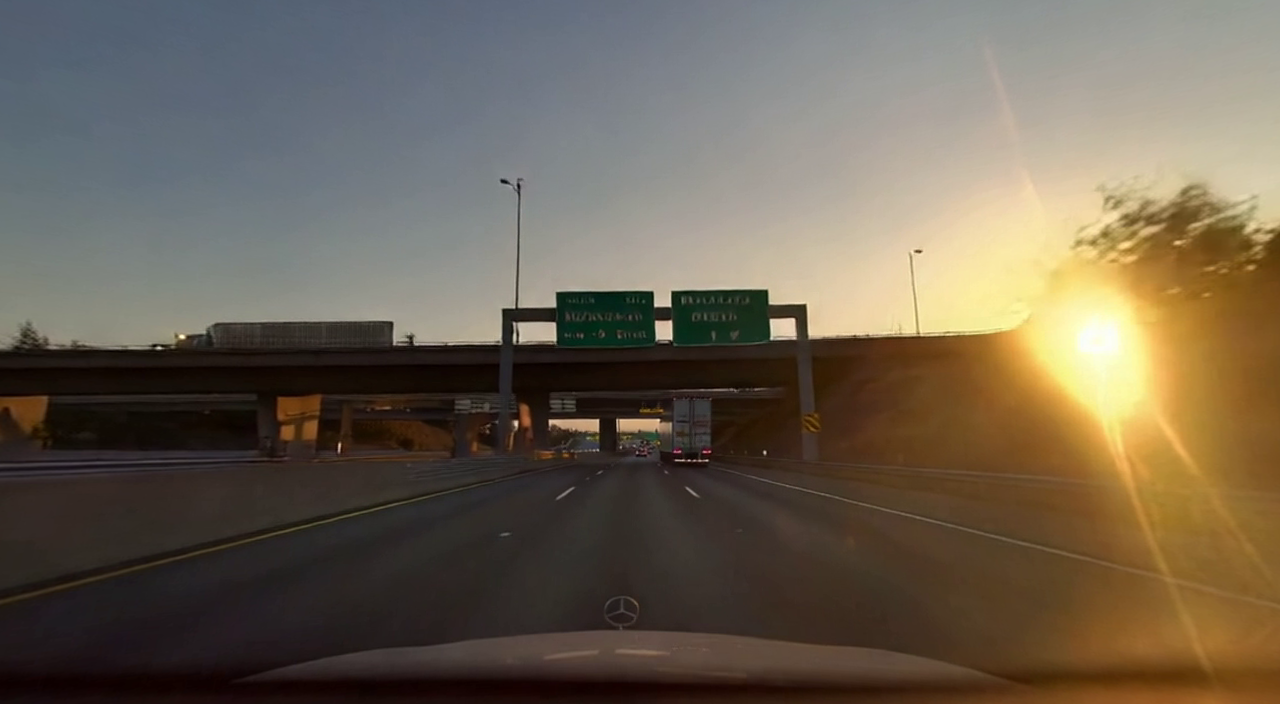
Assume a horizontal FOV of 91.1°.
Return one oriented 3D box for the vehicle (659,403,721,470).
[{"bbox_3d":[3.243,6.241,45.429,3.244,4.020,14.561,0,-9,0],"label":"vehicle"}]
